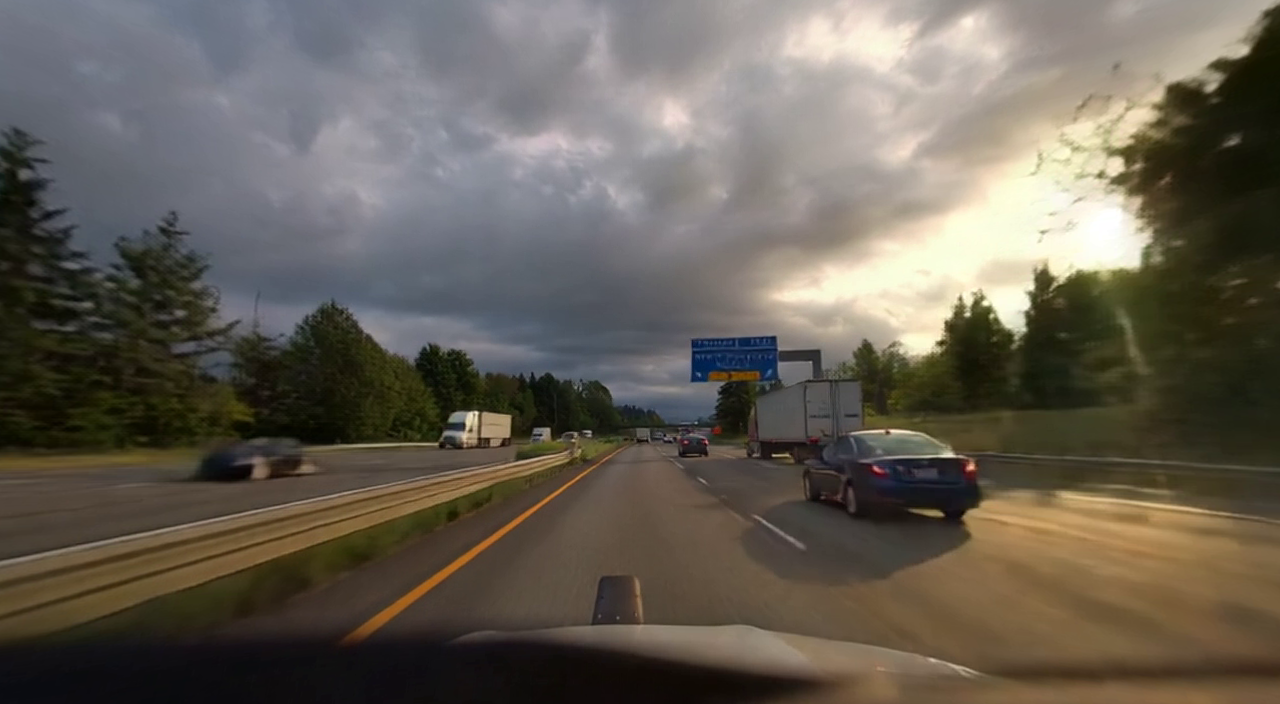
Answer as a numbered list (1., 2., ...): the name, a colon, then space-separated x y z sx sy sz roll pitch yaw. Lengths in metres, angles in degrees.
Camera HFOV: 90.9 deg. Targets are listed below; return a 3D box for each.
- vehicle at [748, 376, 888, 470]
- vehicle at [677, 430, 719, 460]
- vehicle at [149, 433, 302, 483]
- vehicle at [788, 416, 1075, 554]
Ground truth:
1. vehicle: 9.062 4.060 34.856 3.440 4.093 13.944 0 -8 -1
2. vehicle: 3.424 5.617 38.088 2.011 1.672 4.415 0 -8 -2
3. vehicle: -13.536 3.459 21.012 1.889 1.459 4.751 0 -8 0
4. vehicle: 3.793 1.790 9.332 1.986 1.501 4.529 0 -8 -2
